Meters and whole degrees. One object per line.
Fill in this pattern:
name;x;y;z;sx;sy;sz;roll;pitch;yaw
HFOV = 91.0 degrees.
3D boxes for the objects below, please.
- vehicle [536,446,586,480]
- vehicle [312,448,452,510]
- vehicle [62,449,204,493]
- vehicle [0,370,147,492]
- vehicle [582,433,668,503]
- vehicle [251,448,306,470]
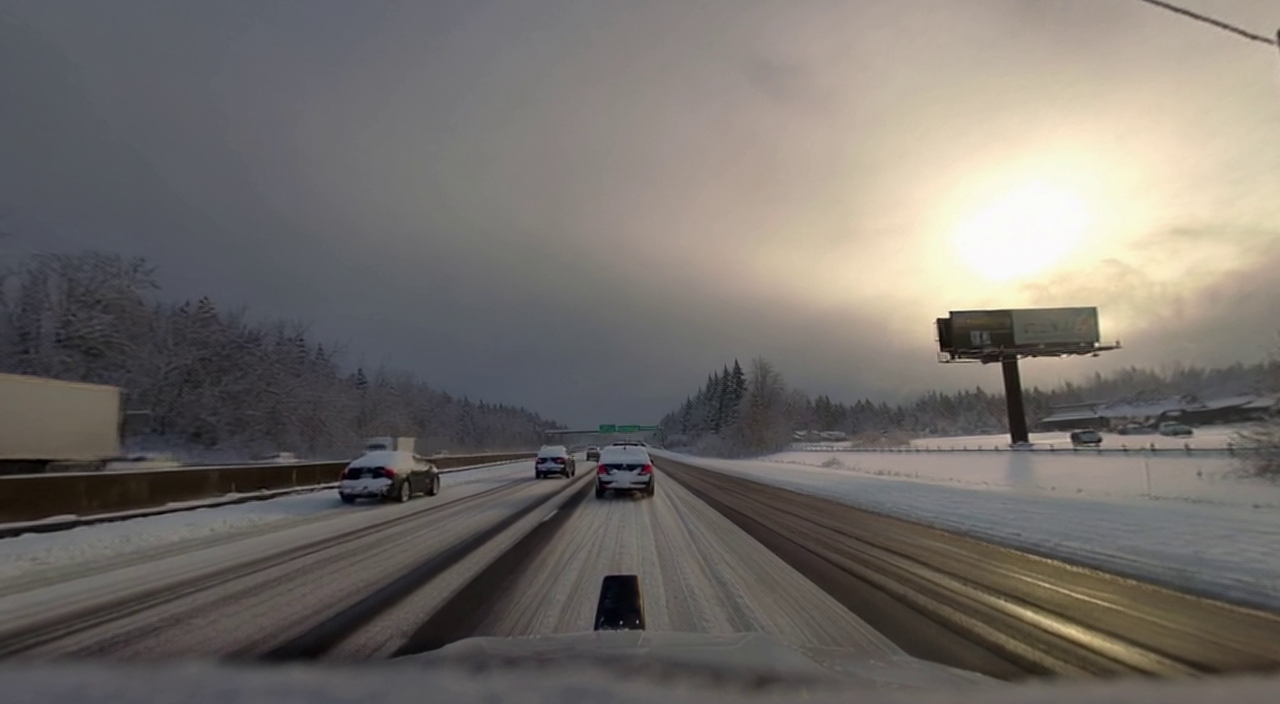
vehicle;-3.796;5.405;30.948;1.889;1.522;4.465;0;-9;0
vehicle;-6.989;3.459;17.708;1.892;1.468;4.792;0;-9;0
vehicle;-19.129;4.486;24.064;1.904;1.482;4.207;0;-9;0
vehicle;-22.634;2.311;18.904;2.883;4.004;16.498;0;-9;-2
vehicle;-0.387;3.269;18.204;2.127;1.749;4.776;0;-9;0
vehicle;-27.076;8.034;47.300;1.795;1.541;4.027;0;-9;-1
